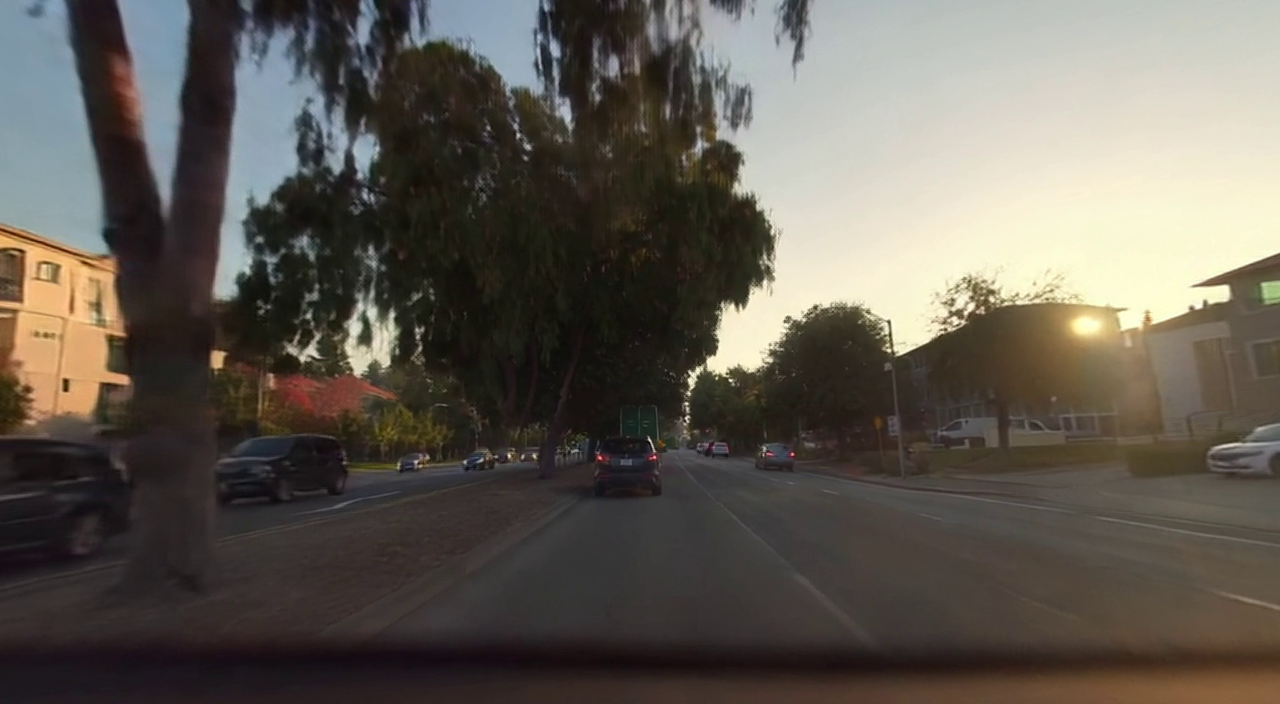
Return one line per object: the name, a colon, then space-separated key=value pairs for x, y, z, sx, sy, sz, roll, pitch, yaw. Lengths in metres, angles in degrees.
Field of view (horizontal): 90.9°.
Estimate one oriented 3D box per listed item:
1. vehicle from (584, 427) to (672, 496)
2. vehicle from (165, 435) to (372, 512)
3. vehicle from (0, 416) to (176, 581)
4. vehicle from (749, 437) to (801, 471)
vehicle: x=-0.307 y=3.229 z=18.960 sx=2.332 sy=1.798 sz=4.546 roll=0 pitch=-8 yaw=0
vehicle: x=-10.716 y=3.535 z=19.061 sx=2.238 sy=1.906 sz=6.264 roll=-1 pitch=-8 yaw=2
vehicle: x=-8.011 y=1.614 z=6.965 sx=2.119 sy=1.778 sz=4.760 roll=0 pitch=-8 yaw=0
vehicle: x=7.476 y=5.691 z=35.329 sx=1.971 sy=1.722 sz=4.341 roll=0 pitch=-8 yaw=1
